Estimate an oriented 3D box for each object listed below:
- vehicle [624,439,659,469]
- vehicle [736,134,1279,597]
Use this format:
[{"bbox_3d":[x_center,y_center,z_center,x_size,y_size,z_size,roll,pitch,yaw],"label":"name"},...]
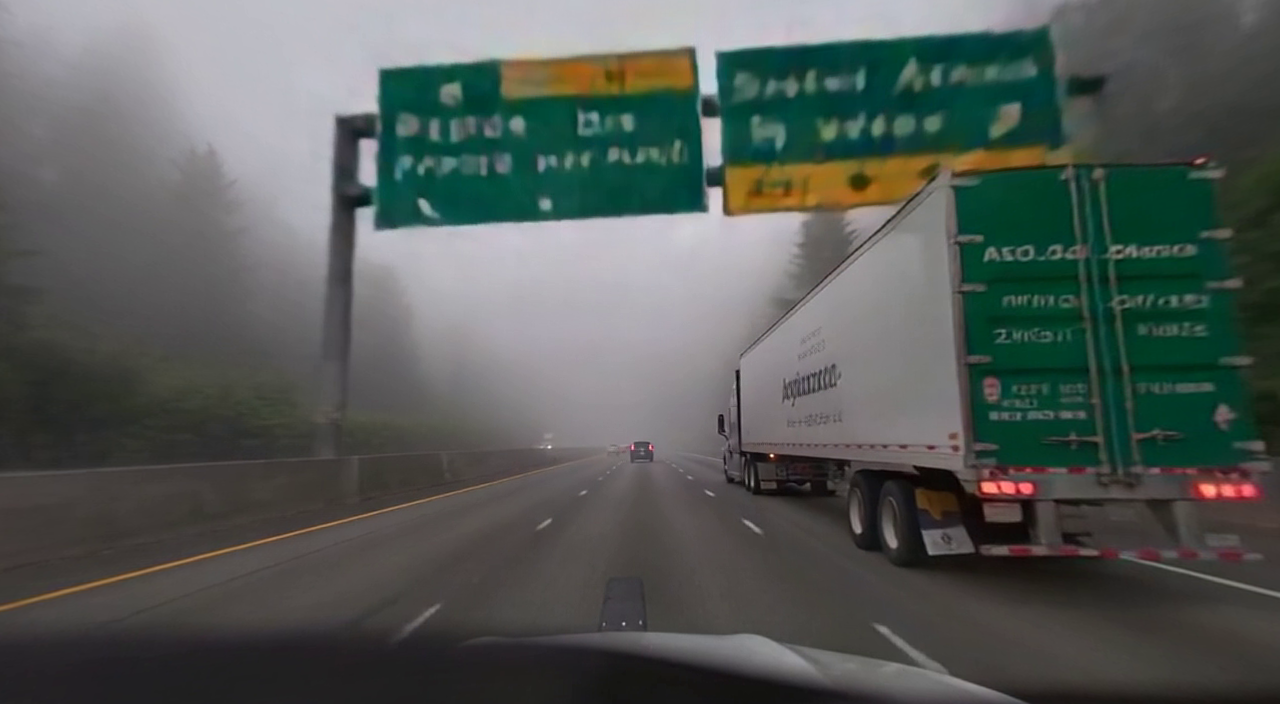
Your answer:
[{"bbox_3d":[0.069,6.290,38.948,2.067,1.690,3.901,0,-9,0],"label":"vehicle"},{"bbox_3d":[4.464,1.064,12.318,3.011,4.028,13.890,0,-9,0],"label":"vehicle"}]
